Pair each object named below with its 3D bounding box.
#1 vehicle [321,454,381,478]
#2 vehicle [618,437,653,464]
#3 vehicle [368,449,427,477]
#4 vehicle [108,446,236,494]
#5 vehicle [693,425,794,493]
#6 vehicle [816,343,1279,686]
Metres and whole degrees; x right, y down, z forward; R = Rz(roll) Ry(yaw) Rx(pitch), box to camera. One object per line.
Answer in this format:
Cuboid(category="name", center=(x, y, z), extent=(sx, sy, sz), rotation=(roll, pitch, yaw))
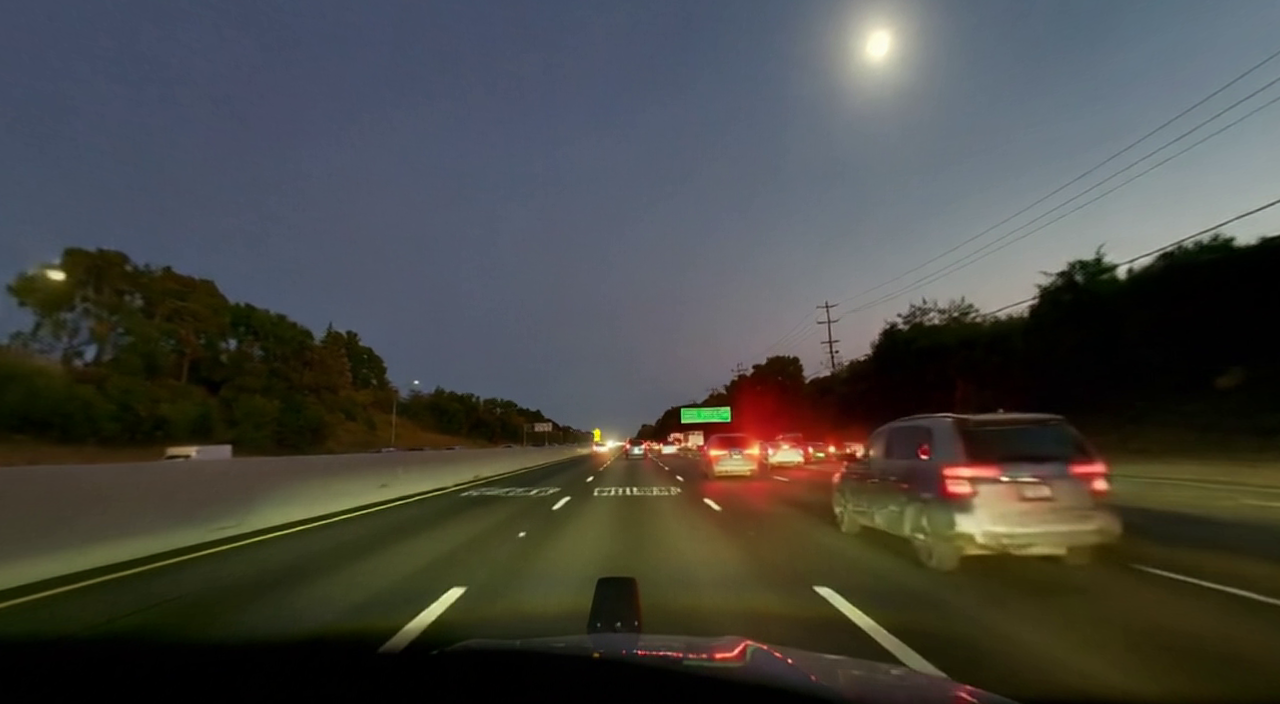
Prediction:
Cuboid(category="vehicle", center=(-19.099, 7.547, 41.874), extent=(1.873, 1.469, 4.550), rotation=(0, -8, 0))
Cuboid(category="vehicle", center=(-0.340, 6.862, 43.971), extent=(2.314, 1.796, 4.254), rotation=(0, -8, -1))
Cuboid(category="vehicle", center=(-15.489, 7.092, 40.492), extent=(1.995, 1.664, 4.401), rotation=(0, -8, 0))
Cuboid(category="vehicle", center=(-23.375, 5.855, 31.832), extent=(2.250, 2.140, 5.580), rotation=(0, -8, -1))
Cuboid(category="vehicle", center=(3.006, 3.255, 19.508), extent=(2.152, 1.821, 4.853), rotation=(0, -8, -2))
Cuboid(category="vehicle", center=(3.451, 1.228, 5.916), extent=(2.095, 1.886, 4.727), rotation=(0, -8, -1))
